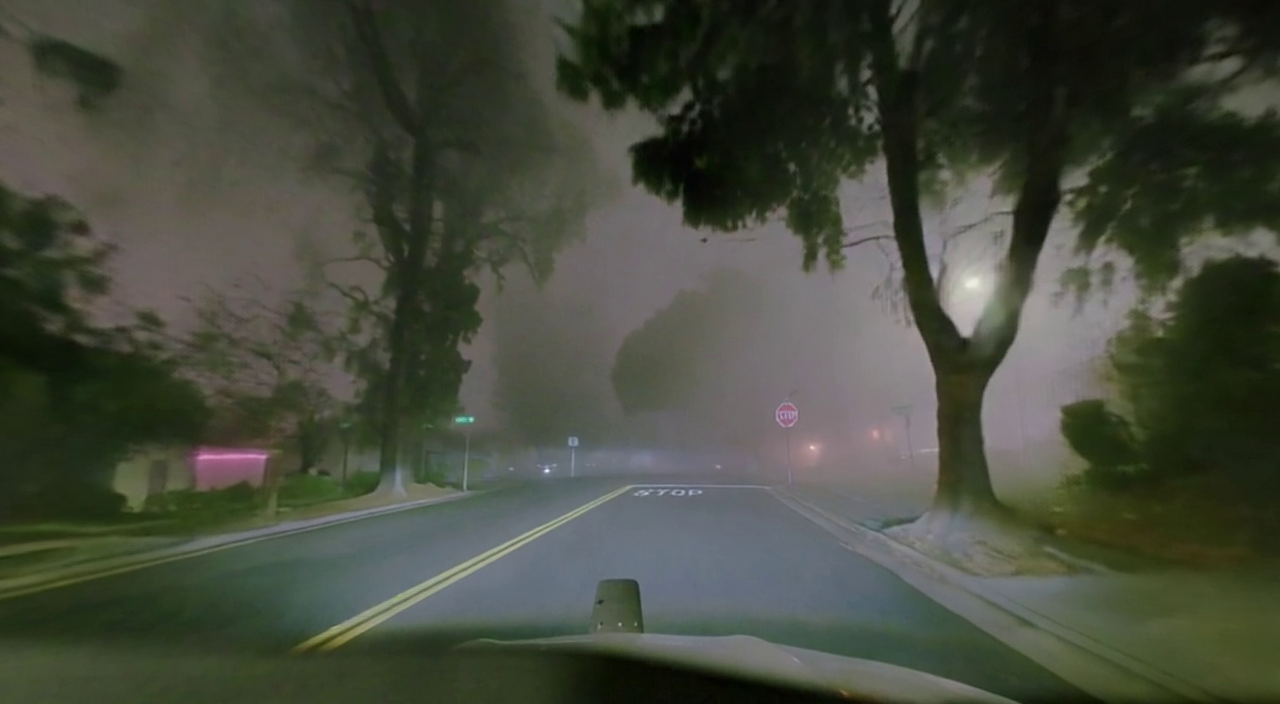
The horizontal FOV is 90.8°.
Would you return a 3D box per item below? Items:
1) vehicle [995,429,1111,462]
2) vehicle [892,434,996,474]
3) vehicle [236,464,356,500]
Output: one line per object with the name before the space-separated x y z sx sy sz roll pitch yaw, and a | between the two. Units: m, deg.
vehicle | 19.614 4.472 30.011 4.682 1.483 1.917 3 -9 -16
vehicle | 17.630 5.936 36.735 4.788 1.875 2.148 1 -19 -12
vehicle | -15.541 5.895 28.682 4.320 1.443 1.867 0 -8 -4
